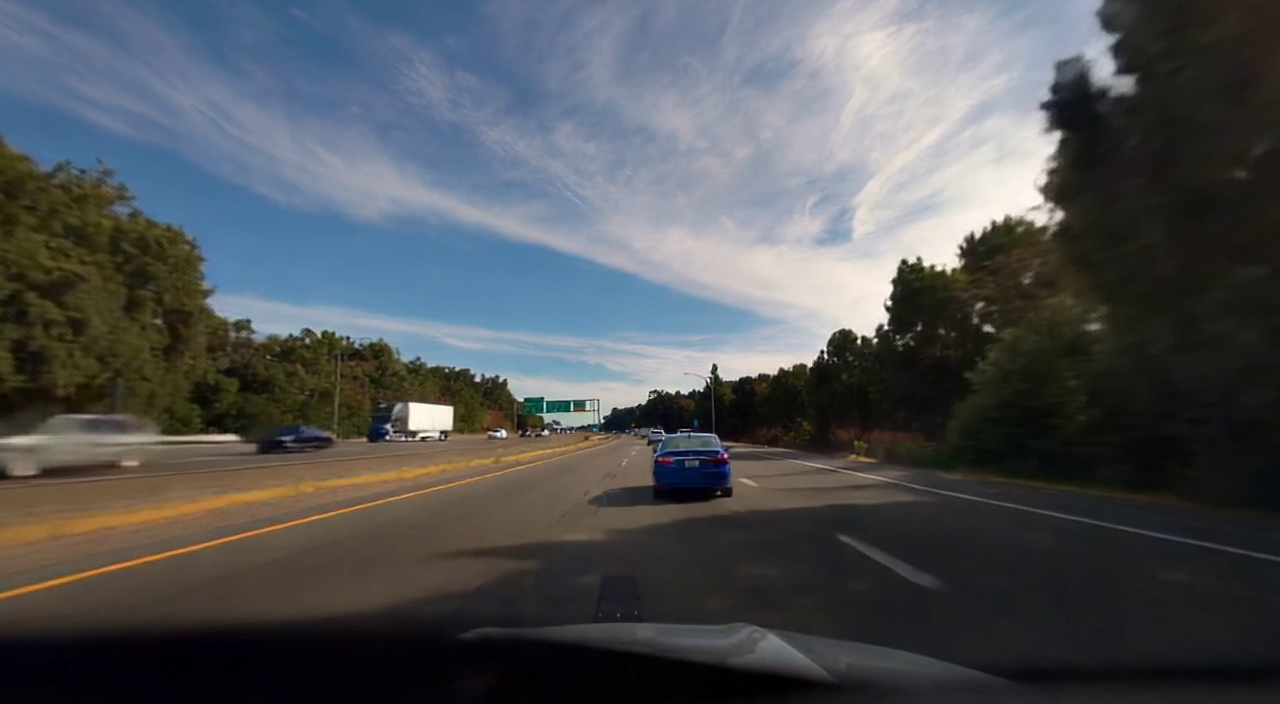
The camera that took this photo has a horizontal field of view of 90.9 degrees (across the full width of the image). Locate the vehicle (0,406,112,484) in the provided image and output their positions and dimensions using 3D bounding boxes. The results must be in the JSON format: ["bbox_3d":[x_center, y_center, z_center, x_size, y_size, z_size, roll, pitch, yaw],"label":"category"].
[{"bbox_3d":[-13.338,1.819,12.328,1.942,1.478,4.622,0,-8,1],"label":"vehicle"}]

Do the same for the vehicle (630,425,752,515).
[{"bbox_3d":[0.874,2.195,12.392,1.977,1.443,4.225,0,-8,1],"label":"vehicle"}]

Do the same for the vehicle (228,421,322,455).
[{"bbox_3d":[-16.992,4.044,29.596,1.826,1.487,4.089,0,-8,2],"label":"vehicle"}]
